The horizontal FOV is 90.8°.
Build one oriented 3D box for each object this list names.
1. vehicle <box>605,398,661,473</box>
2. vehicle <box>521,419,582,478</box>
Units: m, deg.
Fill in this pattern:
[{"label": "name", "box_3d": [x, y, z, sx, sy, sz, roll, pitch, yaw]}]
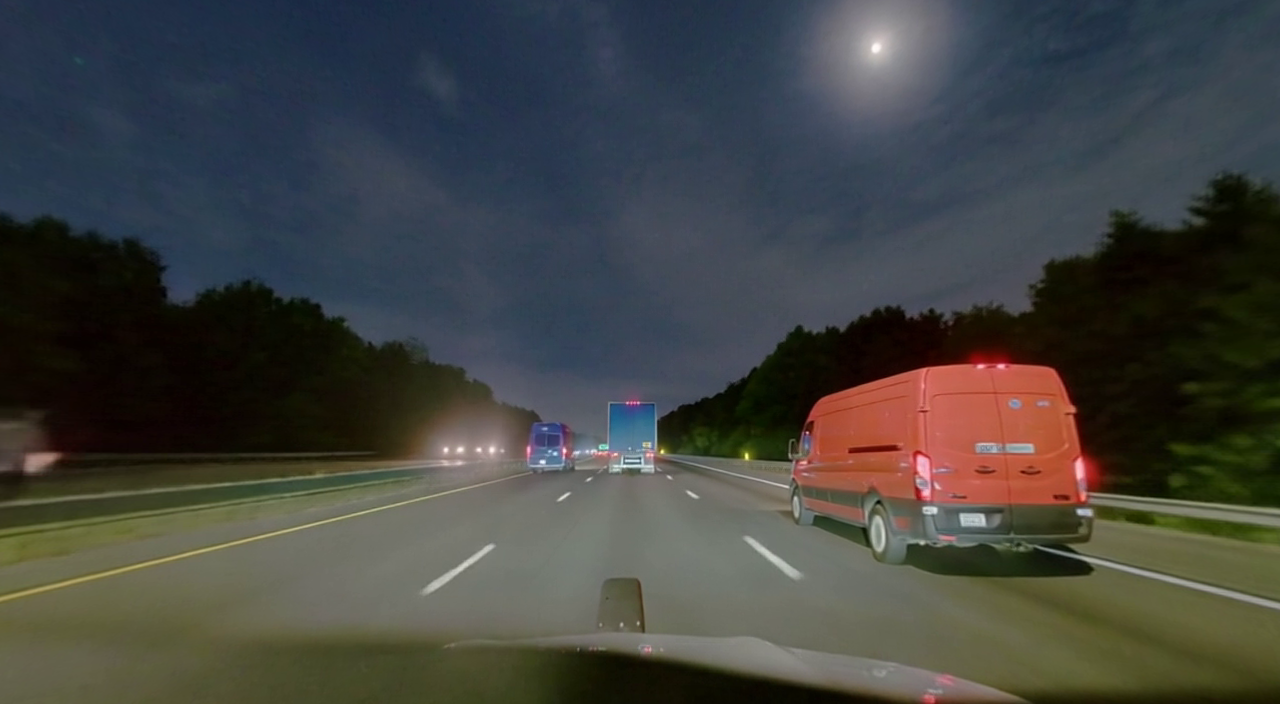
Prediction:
[{"label": "vehicle", "box_3d": [-0.401, 5.301, 39.125, 2.995, 4.036, 10.311, 0, -9, 0]}, {"label": "vehicle", "box_3d": [-4.487, 5.041, 32.949, 2.357, 2.786, 6.144, 0, -9, -1]}]
